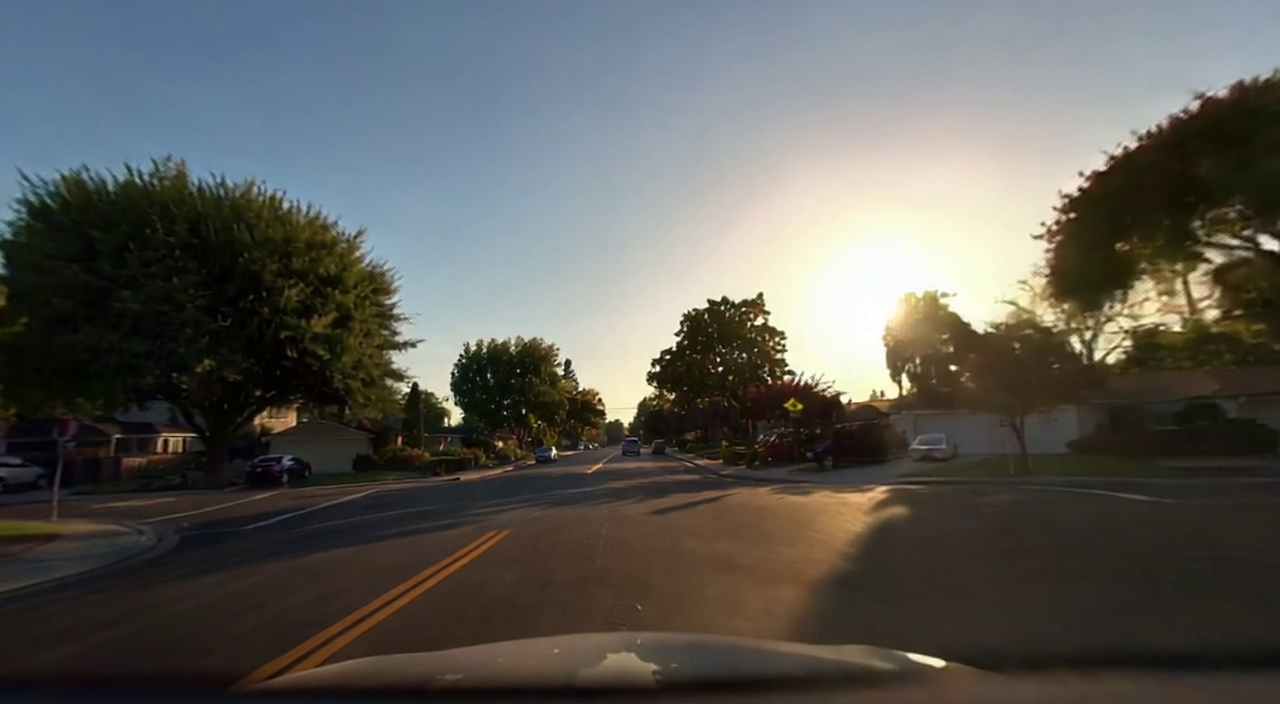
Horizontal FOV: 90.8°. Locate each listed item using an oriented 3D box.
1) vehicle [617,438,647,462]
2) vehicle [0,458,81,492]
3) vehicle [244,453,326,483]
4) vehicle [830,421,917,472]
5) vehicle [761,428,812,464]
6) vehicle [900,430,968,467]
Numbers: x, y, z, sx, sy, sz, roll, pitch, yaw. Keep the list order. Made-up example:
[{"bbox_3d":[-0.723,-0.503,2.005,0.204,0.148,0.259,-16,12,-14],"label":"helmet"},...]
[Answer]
[{"bbox_3d":[-0.532,7.139,46.066,2.116,1.711,4.155,0,-8,0],"label":"vehicle"},{"bbox_3d":[-33.301,6.614,34.299,1.978,1.666,4.230,0,-8,1],"label":"vehicle"},{"bbox_3d":[-19.763,6.436,35.465,1.917,1.499,4.569,0,-8,0],"label":"vehicle"},{"bbox_3d":[9.720,4.004,26.837,2.333,1.933,5.662,-1,-9,9],"label":"vehicle"},{"bbox_3d":[8.043,5.225,35.002,2.130,1.836,4.464,-1,-9,5],"label":"vehicle"},{"bbox_3d":[13.080,4.330,28.370,1.972,1.528,3.891,-2,-9,13],"label":"vehicle"}]
